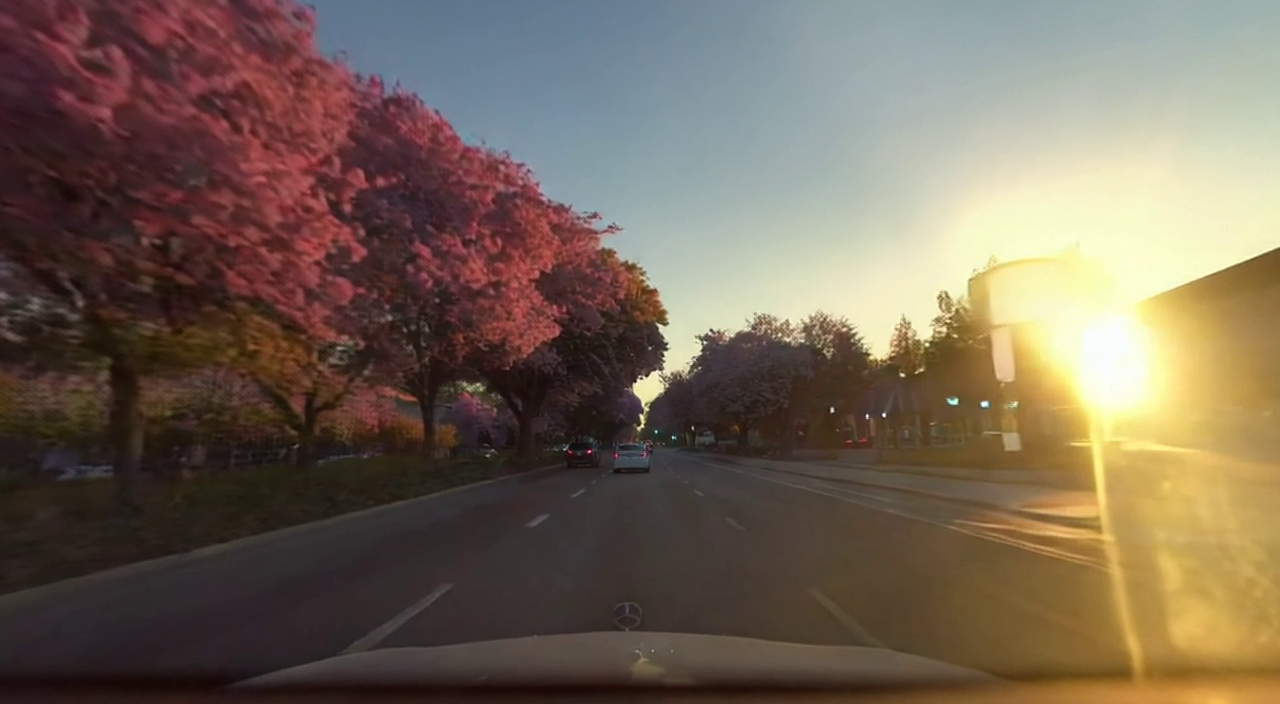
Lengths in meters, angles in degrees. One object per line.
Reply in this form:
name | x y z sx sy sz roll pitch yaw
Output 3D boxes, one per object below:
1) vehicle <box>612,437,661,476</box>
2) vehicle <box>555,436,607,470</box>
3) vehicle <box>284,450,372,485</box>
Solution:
vehicle | -0.080 4.934 29.999 2.149 1.701 4.379 0 -8 2
vehicle | -3.371 5.874 36.908 2.453 1.844 4.751 0 -8 1
vehicle | -14.666 5.426 29.804 1.838 1.458 4.336 0 -8 1
